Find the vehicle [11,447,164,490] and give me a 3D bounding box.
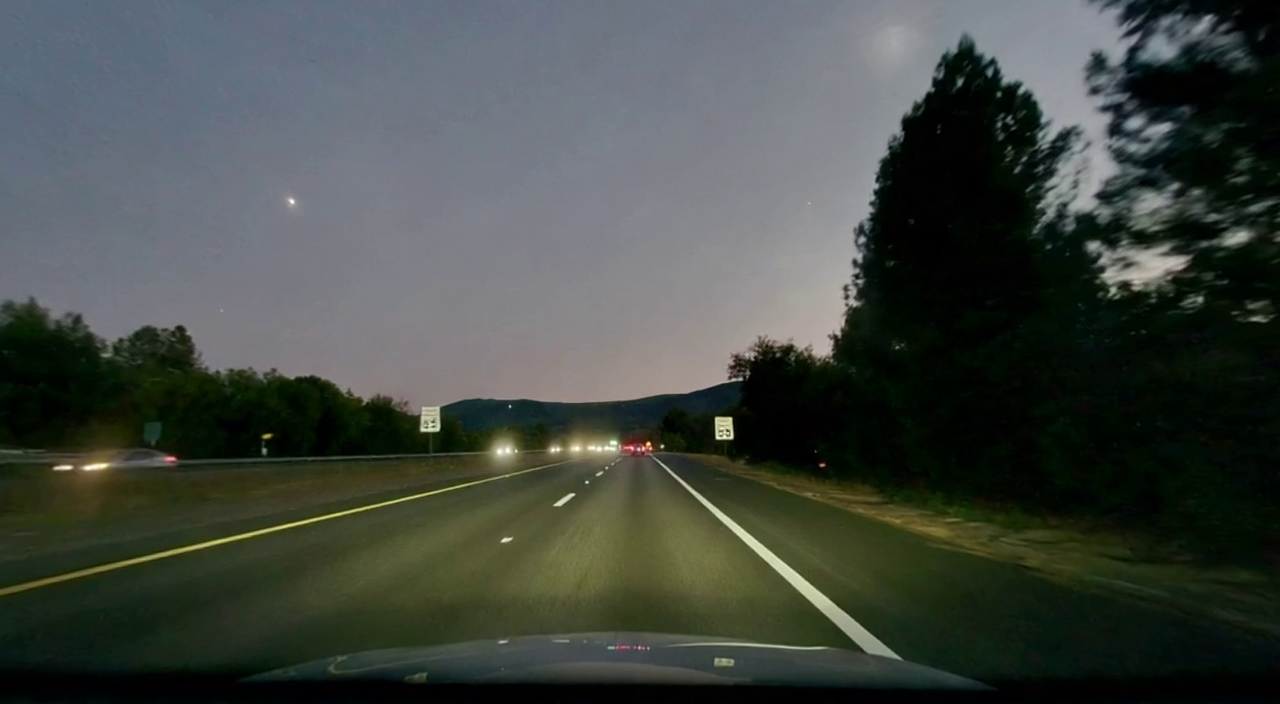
[{"bbox_3d":[-21.097,4.444,24.448,1.815,1.478,4.537,0,-9,0],"label":"vehicle"}]
